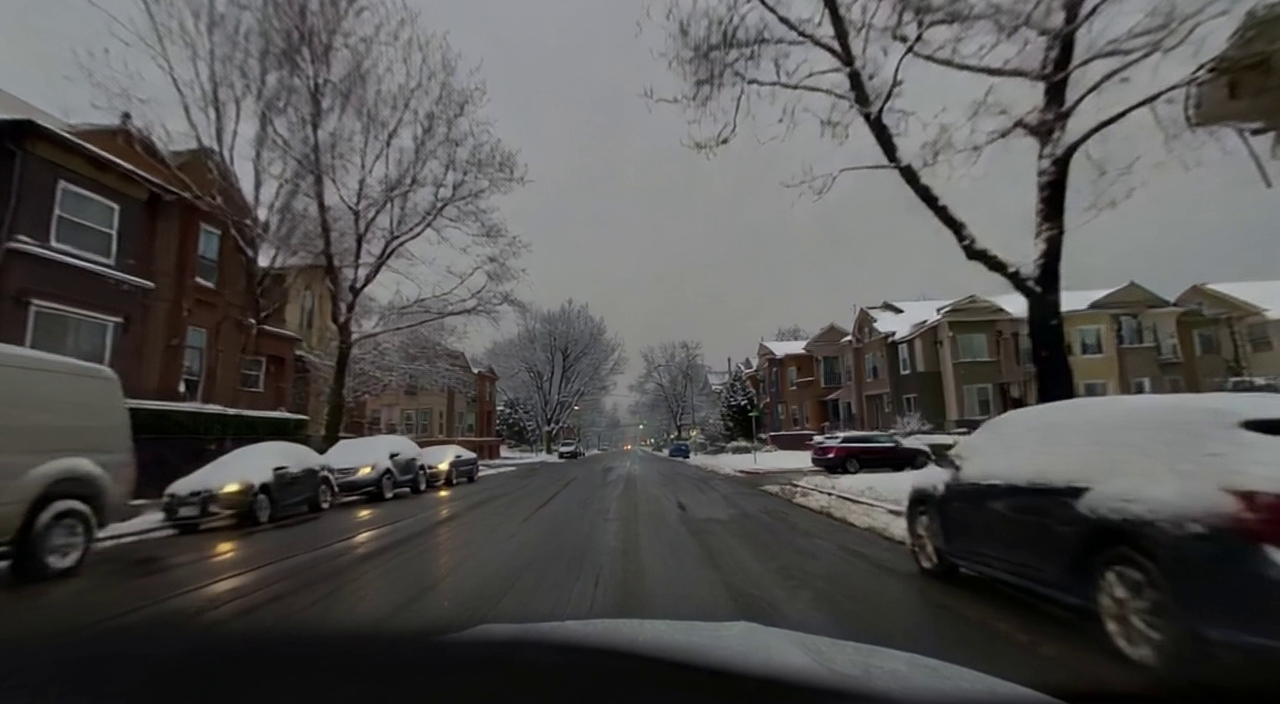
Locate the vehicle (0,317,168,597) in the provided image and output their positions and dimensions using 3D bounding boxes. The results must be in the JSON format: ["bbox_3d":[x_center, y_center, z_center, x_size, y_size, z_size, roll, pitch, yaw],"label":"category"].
[{"bbox_3d":[-7.335,0.887,5.251,2.341,2.674,5.753,0,-9,-2],"label":"vehicle"}]

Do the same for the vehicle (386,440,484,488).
[{"bbox_3d":[-7.179,3.954,22.597,1.912,1.466,4.754,-2,-9,1],"label":"vehicle"}]

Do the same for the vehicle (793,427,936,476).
[{"bbox_3d":[8.322,3.737,23.827,4.726,1.731,2.075,-1,-8,8],"label":"vehicle"}]

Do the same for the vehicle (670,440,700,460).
[{"bbox_3d":[3.471,7.693,49.505,1.956,1.468,4.698,1,-8,-1],"label":"vehicle"}]

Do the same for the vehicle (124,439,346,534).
[{"bbox_3d":[-7.428,2.446,12.075,1.845,1.510,3.729,1,-8,-2],"label":"vehicle"}]

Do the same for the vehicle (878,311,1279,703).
[{"bbox_3d":[4.096,1.137,5.271,2.216,1.955,4.970,0,-8,0],"label":"vehicle"}]

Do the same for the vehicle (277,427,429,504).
[{"bbox_3d":[-7.553,3.054,17.151,2.136,1.758,4.297,-2,-9,0],"label":"vehicle"}]
